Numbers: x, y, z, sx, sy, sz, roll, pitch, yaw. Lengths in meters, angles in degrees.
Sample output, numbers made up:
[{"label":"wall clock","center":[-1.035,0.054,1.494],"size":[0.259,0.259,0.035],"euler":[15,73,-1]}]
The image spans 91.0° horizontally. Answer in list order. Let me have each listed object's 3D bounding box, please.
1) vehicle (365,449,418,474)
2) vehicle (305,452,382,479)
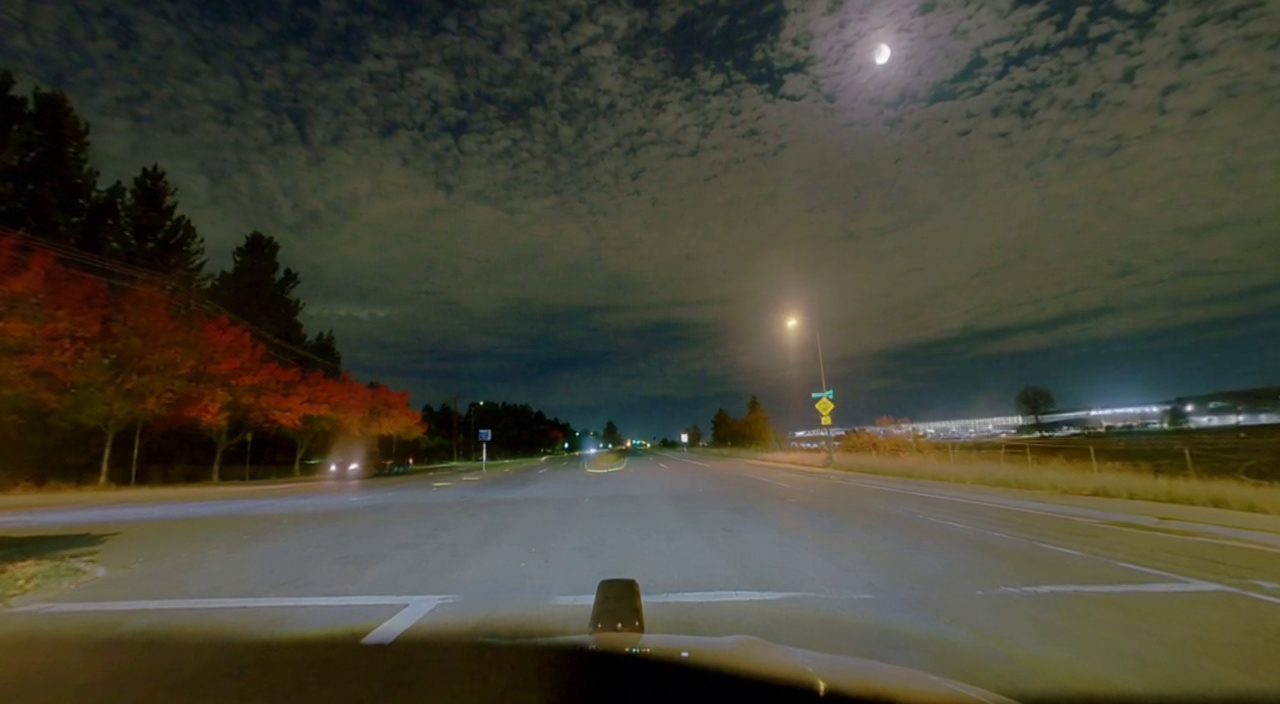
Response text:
[{"label":"vehicle","center":[-18.017,7.902,45.780],"size":[1.902,1.720,3.248],"euler":[-3,-9,18]},{"label":"vehicle","center":[-19.589,7.460,41.782],"size":[1.907,1.644,4.410],"euler":[-3,-9,21]}]
